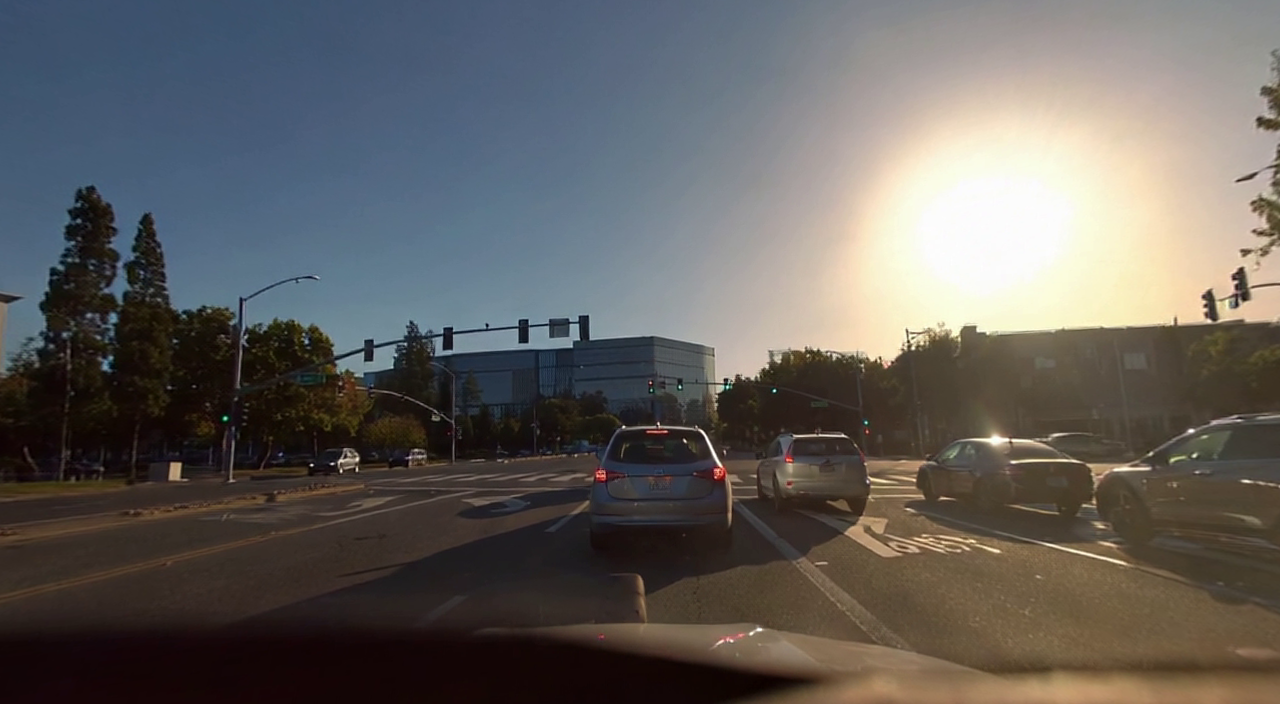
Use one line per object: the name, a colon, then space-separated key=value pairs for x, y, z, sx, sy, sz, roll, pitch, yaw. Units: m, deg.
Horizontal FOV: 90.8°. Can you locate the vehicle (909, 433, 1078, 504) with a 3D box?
vehicle: x=8.309 y=2.775 z=15.406 sx=1.862 sy=1.471 sz=4.297 roll=-1 pitch=-9 yaw=4

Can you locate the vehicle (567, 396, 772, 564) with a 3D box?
vehicle: x=0.278 y=1.706 z=8.994 sx=2.211 sy=1.795 sz=4.179 roll=0 pitch=-9 yaw=-1

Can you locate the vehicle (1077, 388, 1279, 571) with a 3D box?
vehicle: x=7.376 y=1.357 z=6.880 sx=2.074 sy=1.791 sz=4.393 roll=0 pitch=-9 yaw=1

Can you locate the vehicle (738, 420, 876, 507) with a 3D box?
vehicle: x=3.776 y=2.646 z=15.316 sx=2.188 sy=1.774 sz=4.646 roll=-1 pitch=-9 yaw=2
